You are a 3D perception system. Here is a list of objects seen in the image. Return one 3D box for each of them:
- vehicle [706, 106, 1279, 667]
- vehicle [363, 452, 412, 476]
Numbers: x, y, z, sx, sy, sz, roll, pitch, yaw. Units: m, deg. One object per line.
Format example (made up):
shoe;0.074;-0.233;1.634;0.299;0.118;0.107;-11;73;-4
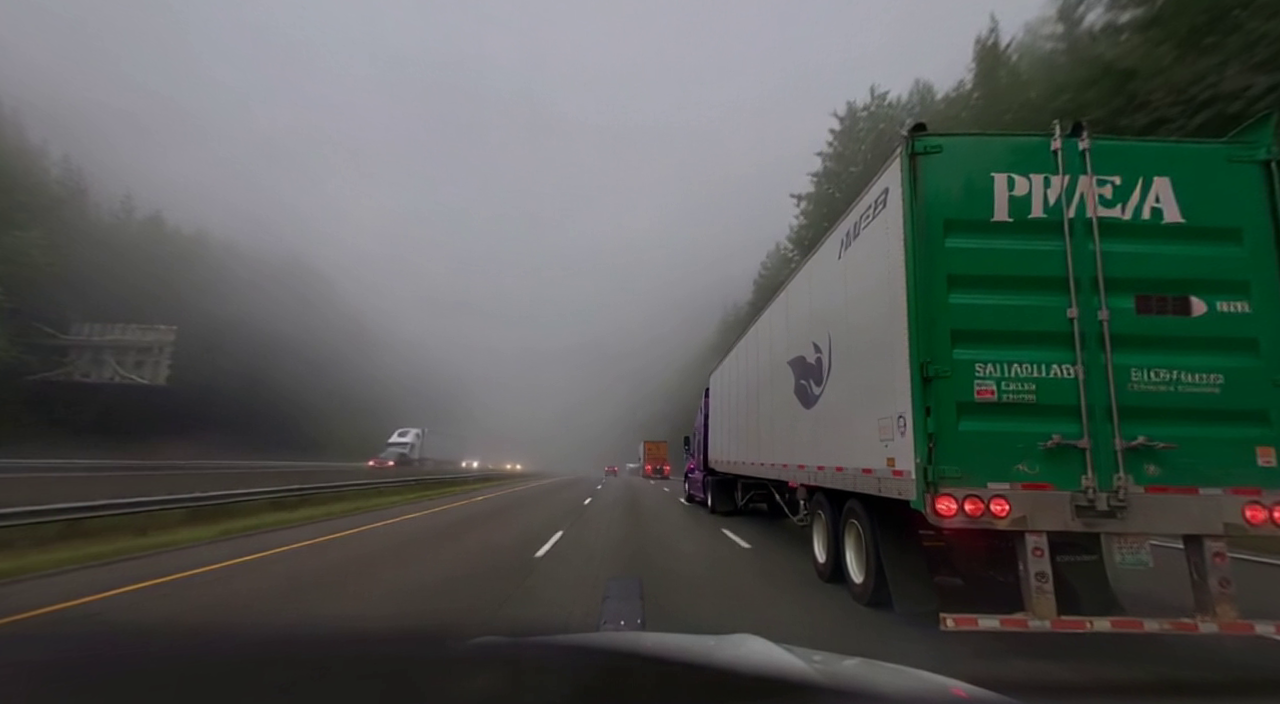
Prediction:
vehicle;3.463;1.367;11.443;2.856;4.040;14.009;1;-10;-1
vehicle;-17.265;7.683;43.223;1.811;1.511;3.773;1;-10;-1
